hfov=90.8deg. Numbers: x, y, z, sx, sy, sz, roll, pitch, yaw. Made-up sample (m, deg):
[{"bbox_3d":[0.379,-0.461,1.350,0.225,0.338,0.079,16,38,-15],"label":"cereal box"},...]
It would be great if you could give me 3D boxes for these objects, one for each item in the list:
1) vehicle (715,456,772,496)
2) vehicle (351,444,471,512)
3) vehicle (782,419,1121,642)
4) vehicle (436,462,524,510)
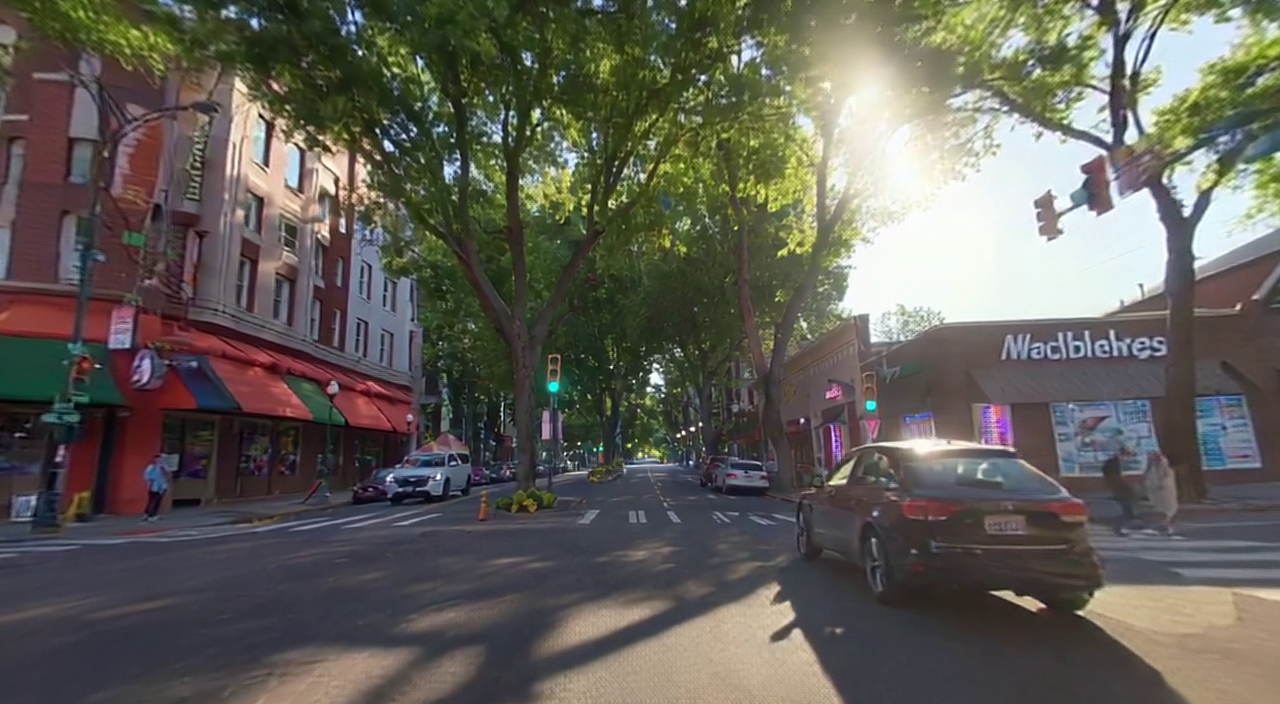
[{"bbox_3d":[5.206,6.272,32.358,2.010,1.844,4.386,0,-9,-2],"label":"vehicle"},{"bbox_3d":[-8.744,4.811,24.895,2.489,2.323,5.843,0,-9,1],"label":"vehicle"},{"bbox_3d":[2.676,1.556,6.235,1.822,1.654,2.794,0,-9,-1],"label":"vehicle"},{"bbox_3d":[-5.722,4.853,23.237,1.983,1.438,4.559,0,-9,1],"label":"vehicle"}]
